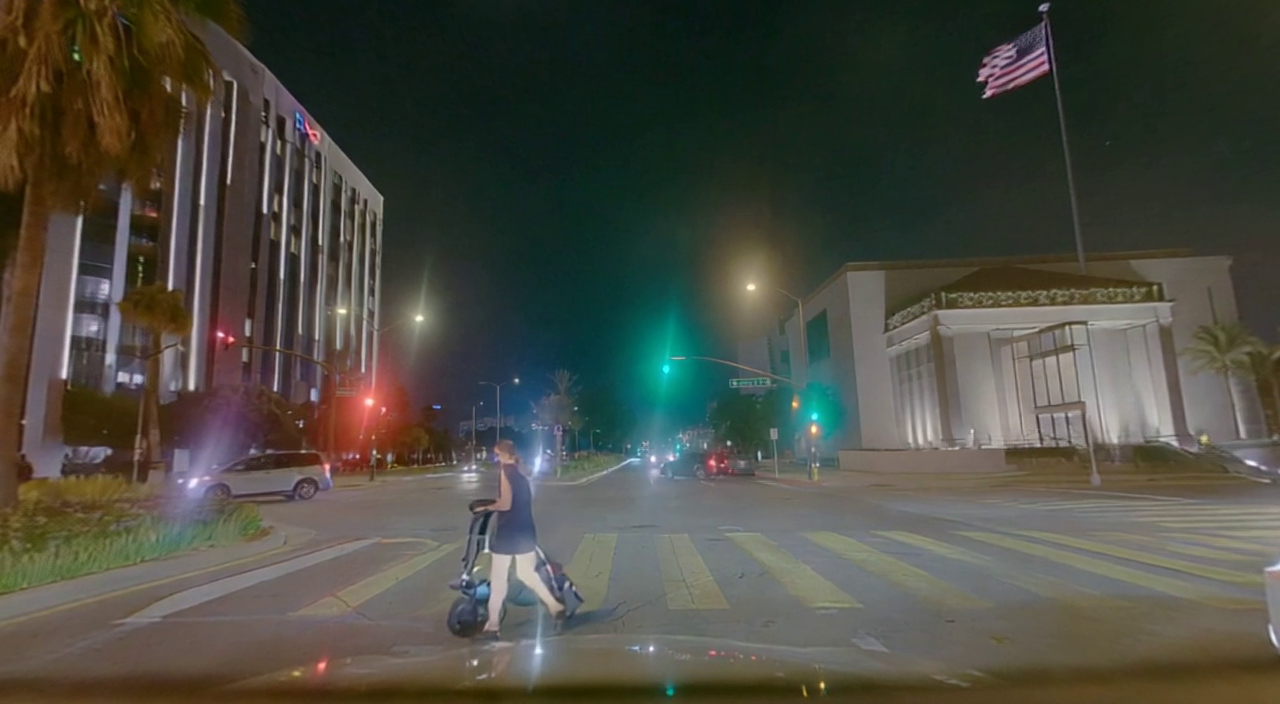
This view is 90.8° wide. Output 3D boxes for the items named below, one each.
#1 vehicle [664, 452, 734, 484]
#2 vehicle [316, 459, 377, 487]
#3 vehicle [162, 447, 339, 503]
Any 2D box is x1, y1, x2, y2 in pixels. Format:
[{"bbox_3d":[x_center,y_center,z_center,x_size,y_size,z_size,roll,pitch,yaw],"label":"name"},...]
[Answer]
[{"bbox_3d":[2.999,6.001,33.047,2.000,1.525,4.273,3,-9,-19],"label":"vehicle"},{"bbox_3d":[-20.097,8.262,43.455,2.043,1.745,4.420,0,-8,0],"label":"vehicle"},{"bbox_3d":[-12.275,3.872,20.306,4.499,1.594,1.898,3,-9,-23],"label":"vehicle"}]
